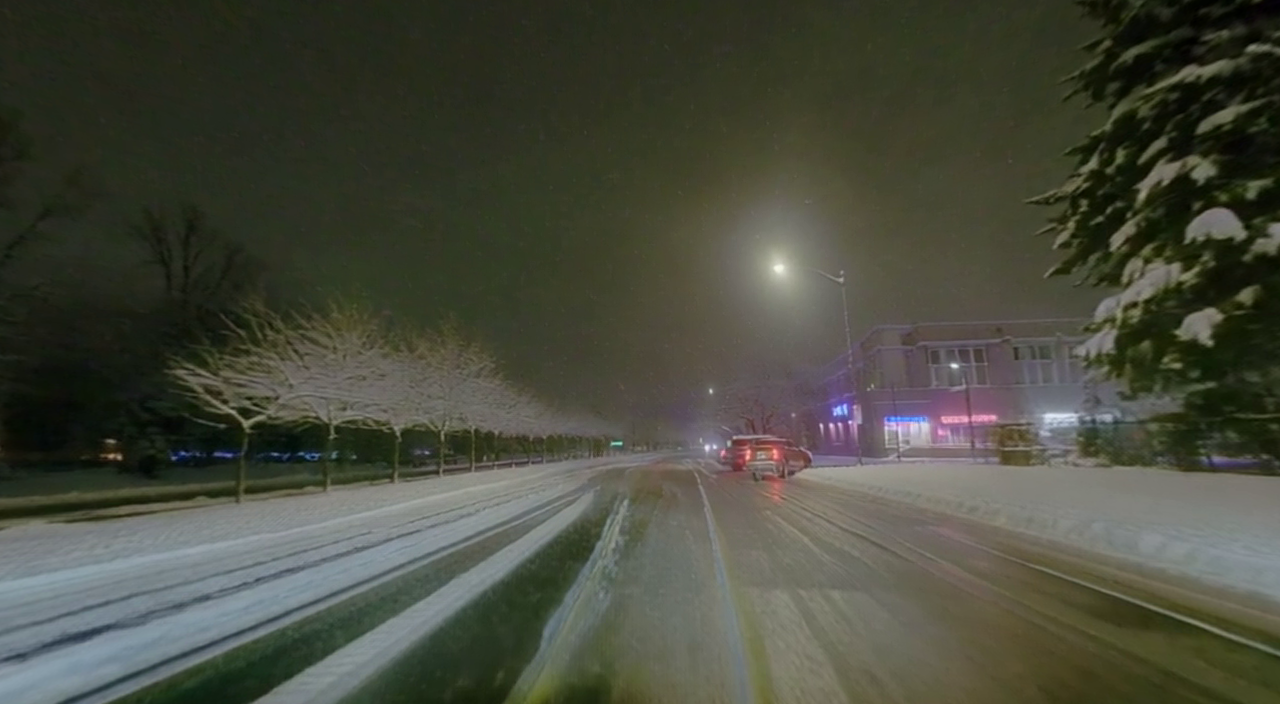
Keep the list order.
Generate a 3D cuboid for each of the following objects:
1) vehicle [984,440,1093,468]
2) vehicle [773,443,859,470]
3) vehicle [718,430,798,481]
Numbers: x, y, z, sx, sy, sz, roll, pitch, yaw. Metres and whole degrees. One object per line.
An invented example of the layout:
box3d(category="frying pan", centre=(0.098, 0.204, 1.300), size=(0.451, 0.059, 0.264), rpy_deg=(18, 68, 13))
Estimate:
box3d(category="vehicle", centre=(22.168, 5.703, 35.308), size=(4.698, 1.465, 1.914), rpy_deg=(-1, -8, 7))
box3d(category="vehicle", centre=(10.415, 6.180, 37.460), size=(4.733, 1.499, 2.000), rpy_deg=(-3, -9, 17))
box3d(category="vehicle", centre=(5.237, 4.443, 27.443), size=(2.477, 1.991, 5.157), rpy_deg=(-3, -9, 20))
